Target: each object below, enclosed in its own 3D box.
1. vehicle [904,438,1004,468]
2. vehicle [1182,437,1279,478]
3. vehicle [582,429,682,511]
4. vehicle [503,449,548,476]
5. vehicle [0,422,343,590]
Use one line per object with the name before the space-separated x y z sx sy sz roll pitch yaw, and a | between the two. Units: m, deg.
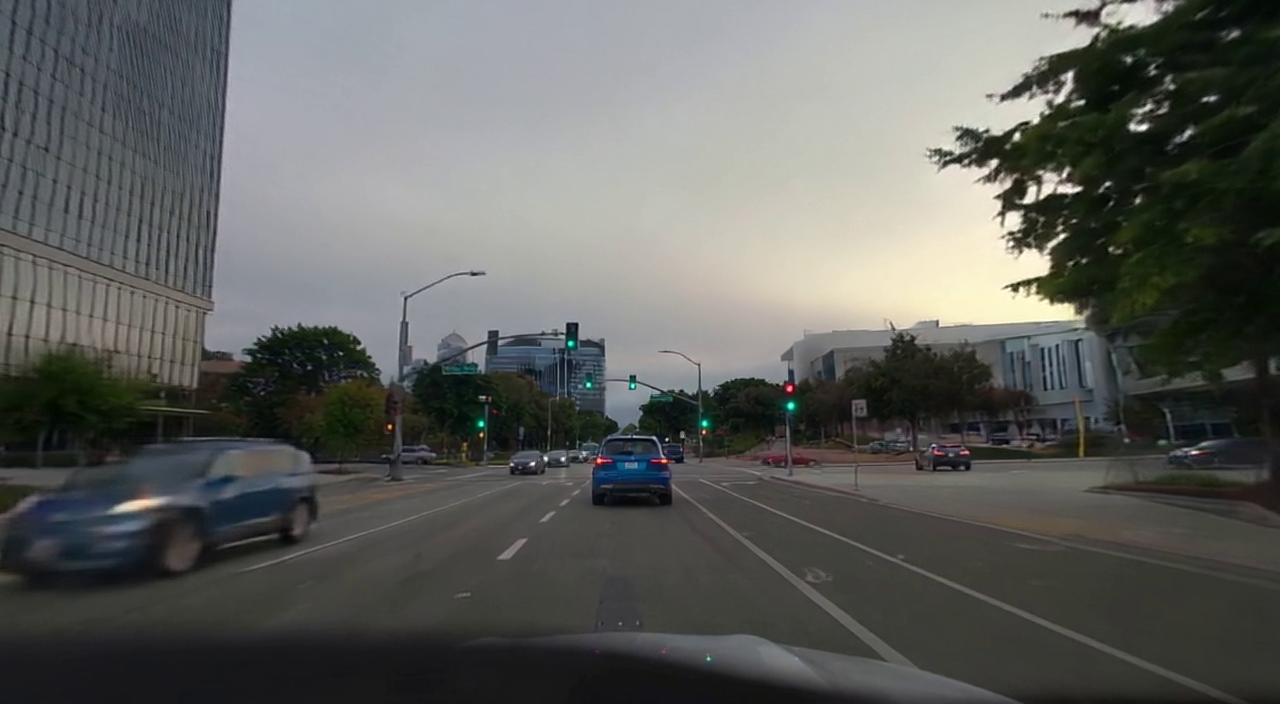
vehicle | 16.864 5.425 34.021 4.422 1.563 1.751 0 -9 -2
vehicle | 26.454 4.443 26.727 5.161 1.610 2.024 0 -9 -2
vehicle | -0.243 2.891 15.890 2.183 1.765 4.059 0 -9 -2
vehicle | -6.779 6.588 37.937 1.908 1.475 4.337 0 -9 0
vehicle | -6.005 1.861 8.476 2.028 1.655 4.189 0 -9 -1
